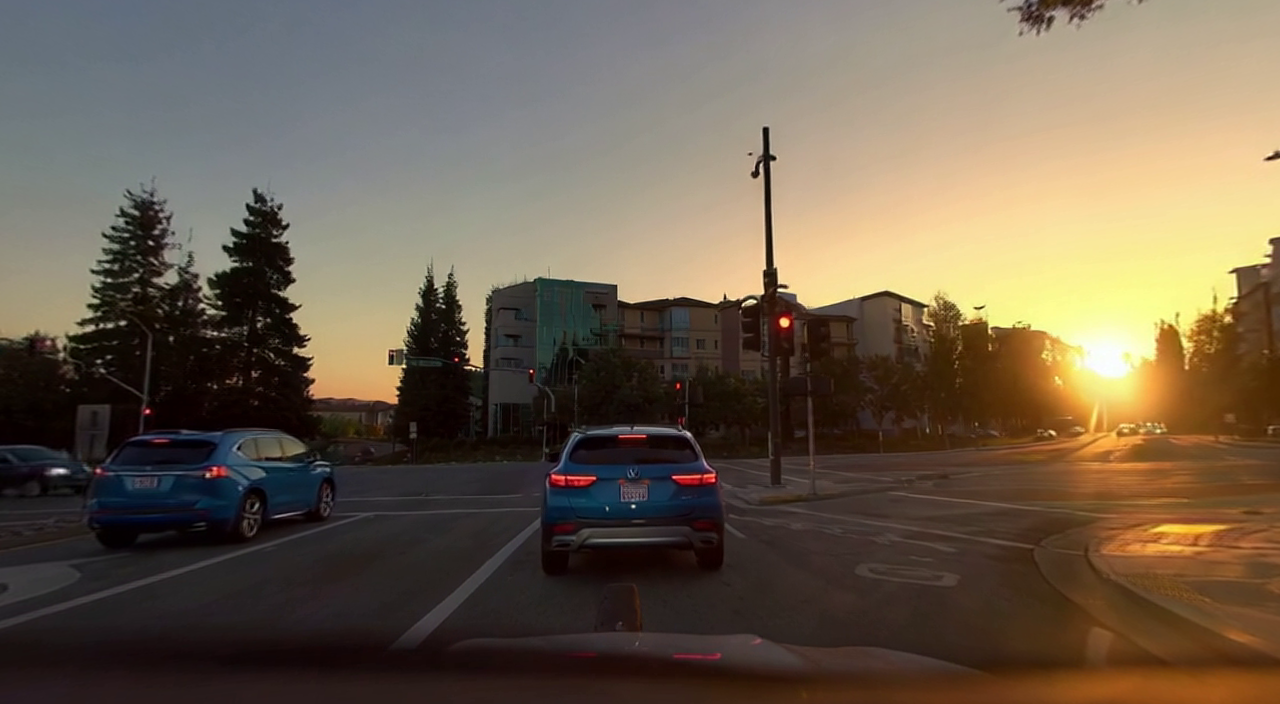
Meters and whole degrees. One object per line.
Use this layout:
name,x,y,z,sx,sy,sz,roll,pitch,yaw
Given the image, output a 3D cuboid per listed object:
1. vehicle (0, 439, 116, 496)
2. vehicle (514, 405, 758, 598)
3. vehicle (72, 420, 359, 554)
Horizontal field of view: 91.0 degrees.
vehicle,-21.877,3.975,21.941,5.623,1.843,2.147,-1,-9,8
vehicle,-0.184,1.628,7.699,2.154,1.670,4.140,1,-9,-5
vehicle,-6.428,2.058,10.295,2.020,1.695,4.187,1,-9,-5
